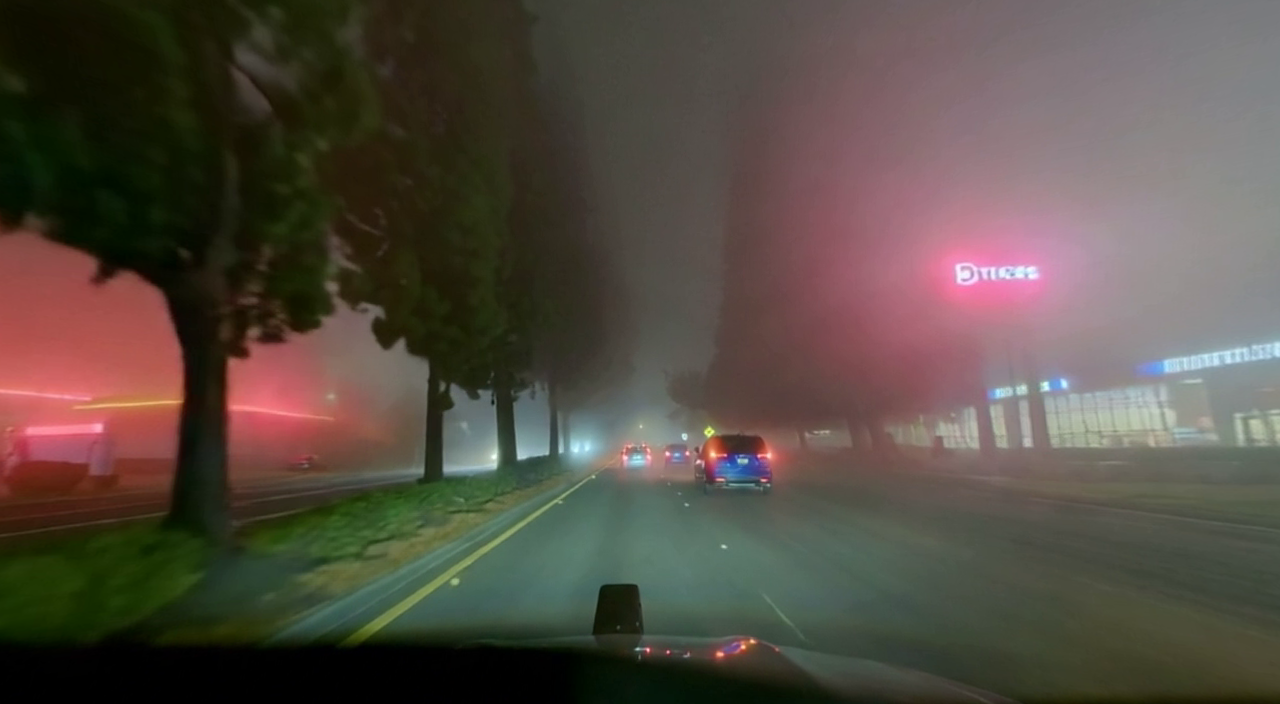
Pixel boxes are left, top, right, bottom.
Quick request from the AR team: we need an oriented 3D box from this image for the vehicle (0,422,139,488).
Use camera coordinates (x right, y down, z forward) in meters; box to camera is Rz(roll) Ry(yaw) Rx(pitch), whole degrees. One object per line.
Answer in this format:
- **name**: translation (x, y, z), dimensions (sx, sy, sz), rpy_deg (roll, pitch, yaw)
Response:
- **vehicle**: translation (-26.965, 4.701, 28.912), dimensions (5.905, 2.803, 2.261), rpy_deg (0, -9, -2)

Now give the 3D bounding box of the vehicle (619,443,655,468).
- **vehicle**: translation (-0.204, 6.317, 38.696), dimensions (2.056, 1.440, 3.798), rpy_deg (0, -9, -1)

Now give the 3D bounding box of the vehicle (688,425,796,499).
- **vehicle**: translation (2.702, 3.074, 18.001), dimensions (2.140, 1.811, 4.593), rpy_deg (0, -9, -2)

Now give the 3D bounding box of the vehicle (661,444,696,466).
- **vehicle**: translation (2.523, 6.860, 42.250), dimensions (1.970, 1.402, 3.756), rpy_deg (0, -9, -2)
